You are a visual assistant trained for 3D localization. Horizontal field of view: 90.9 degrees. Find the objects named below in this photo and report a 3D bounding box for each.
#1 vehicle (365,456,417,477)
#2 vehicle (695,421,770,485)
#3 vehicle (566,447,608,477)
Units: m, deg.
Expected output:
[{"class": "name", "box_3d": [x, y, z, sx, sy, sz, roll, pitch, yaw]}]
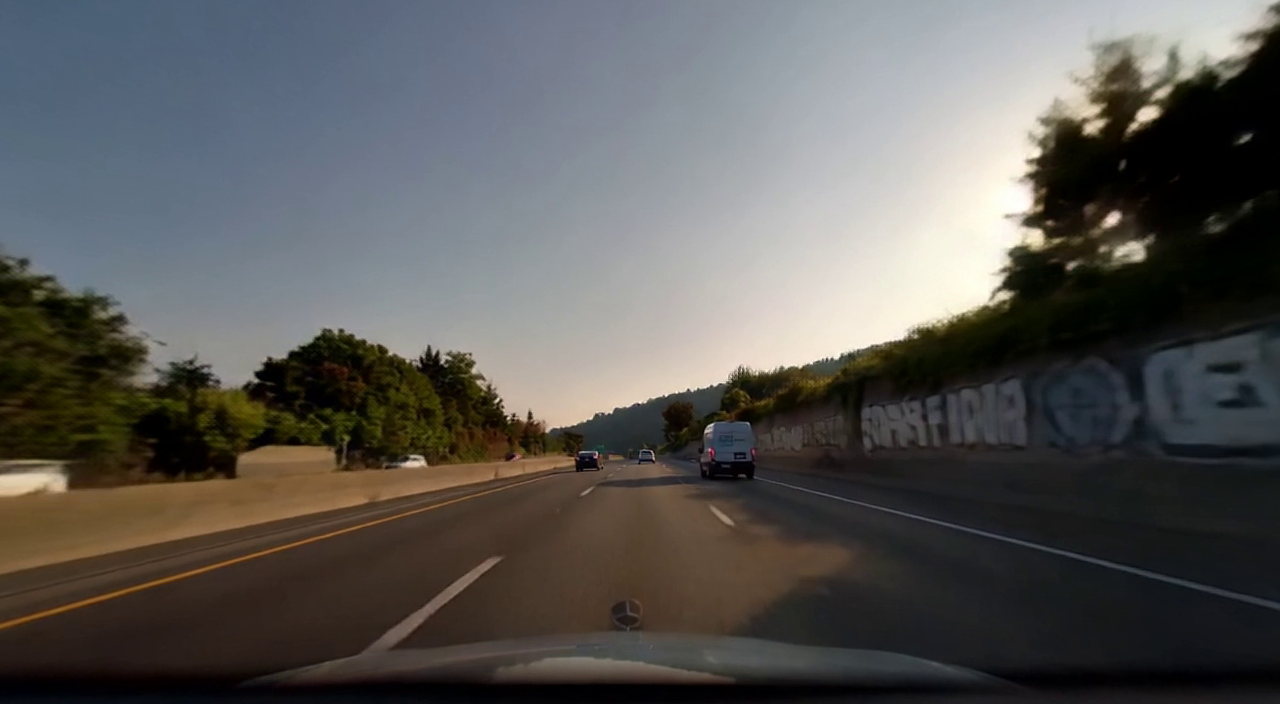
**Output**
[{"class": "vehicle", "box_3d": [-19.136, 8.765, 48.582, 1.952, 1.509, 4.840, 0, -9, 1]}, {"class": "vehicle", "box_3d": [4.033, 4.589, 28.617, 2.469, 2.591, 5.653, 0, -9, -1]}, {"class": "vehicle", "box_3d": [-2.992, 6.345, 36.474, 1.964, 1.618, 4.489, 0, -9, 1]}]
